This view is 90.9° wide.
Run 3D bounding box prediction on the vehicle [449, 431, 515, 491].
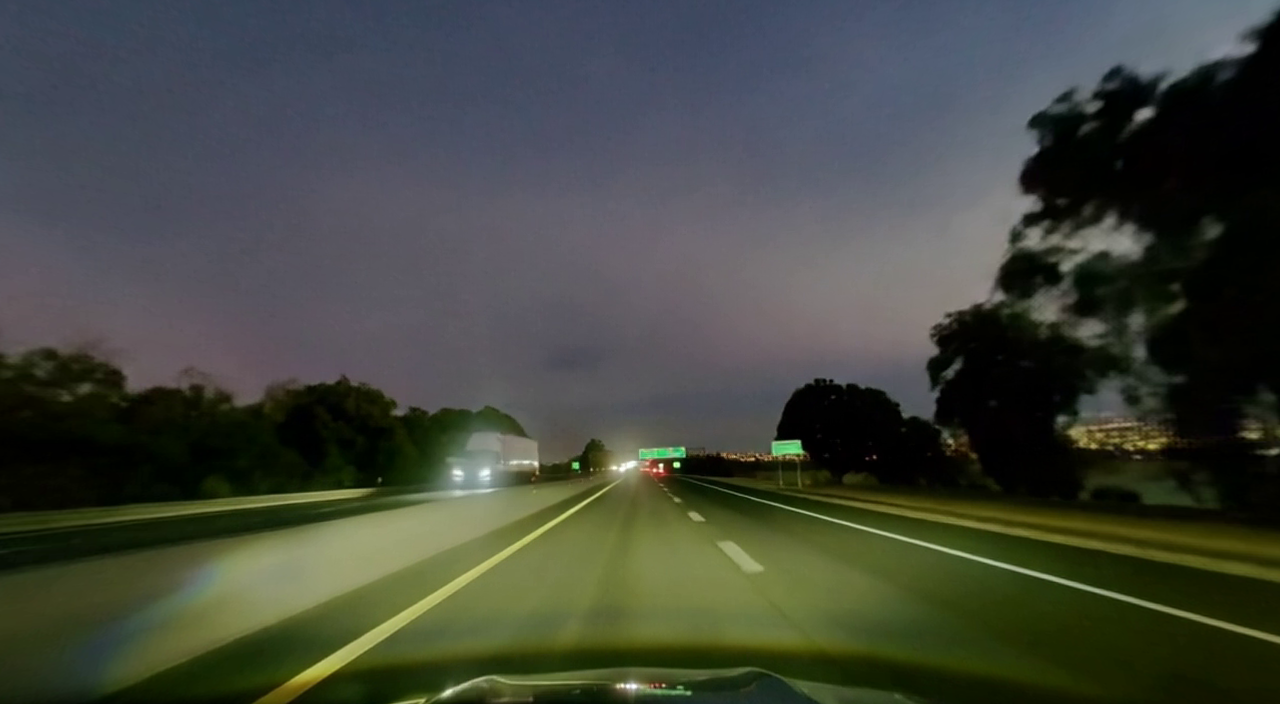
[{"bbox_3d":[-11.339,7.991,45.997,3.027,3.994,6.031,1,-10,1],"label":"vehicle"}]
